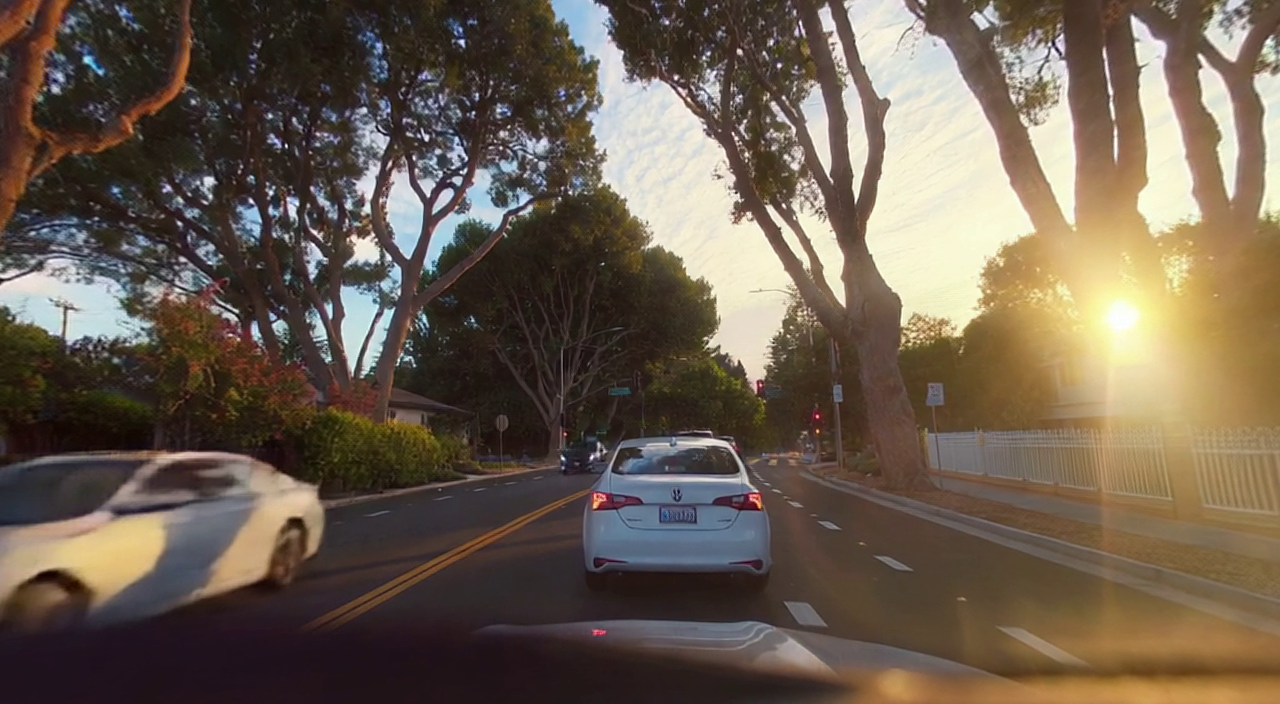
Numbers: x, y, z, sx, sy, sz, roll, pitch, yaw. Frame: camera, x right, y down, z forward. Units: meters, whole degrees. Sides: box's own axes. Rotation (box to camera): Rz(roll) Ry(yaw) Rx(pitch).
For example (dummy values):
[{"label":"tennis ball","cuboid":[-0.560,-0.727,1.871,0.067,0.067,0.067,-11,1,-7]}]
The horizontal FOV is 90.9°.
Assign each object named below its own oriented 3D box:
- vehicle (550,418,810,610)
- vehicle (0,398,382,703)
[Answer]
[{"label":"vehicle","cuboid":[0.354,1.589,7.090,2.070,1.516,3.936,0,-8,1]},{"label":"vehicle","cuboid":[-4.197,1.422,5.215,2.160,1.507,4.470,-6,-9,1]}]
